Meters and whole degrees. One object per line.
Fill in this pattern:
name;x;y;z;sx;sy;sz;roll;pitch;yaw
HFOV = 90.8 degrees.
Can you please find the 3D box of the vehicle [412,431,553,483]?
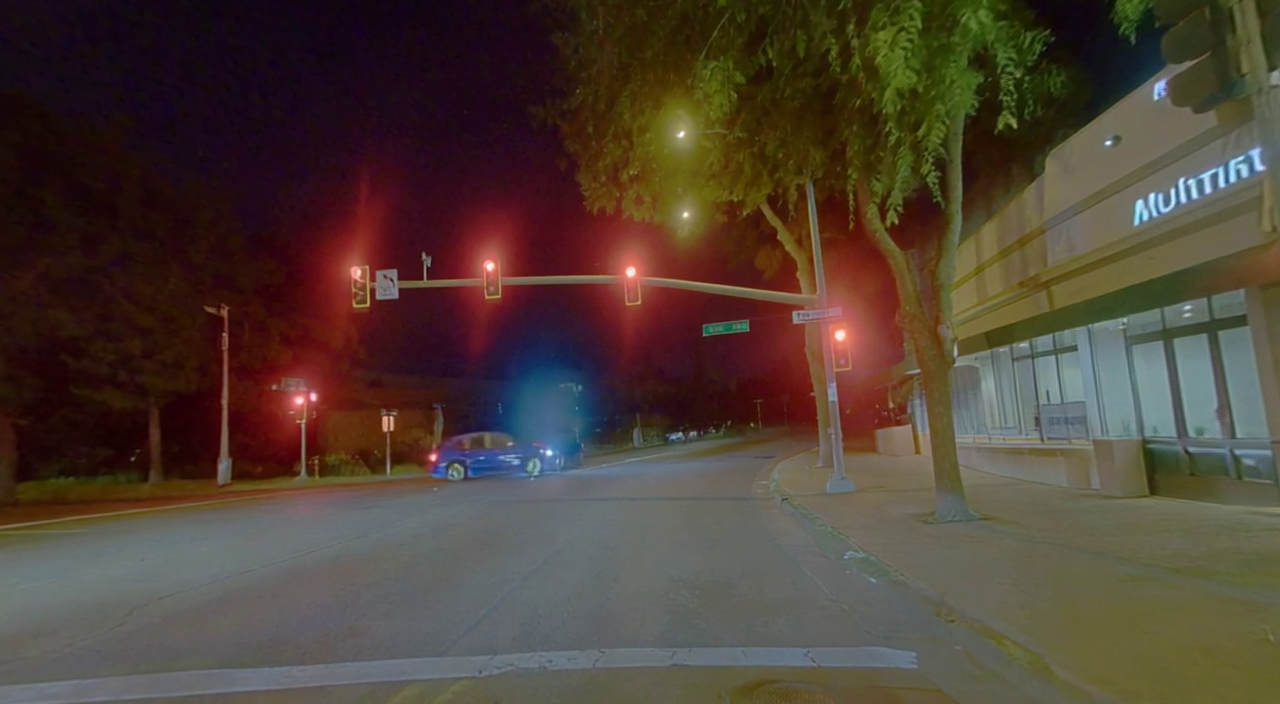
vehicle;-5.788;3.821;23.273;4.715;1.745;2.026;3;-9;-23
